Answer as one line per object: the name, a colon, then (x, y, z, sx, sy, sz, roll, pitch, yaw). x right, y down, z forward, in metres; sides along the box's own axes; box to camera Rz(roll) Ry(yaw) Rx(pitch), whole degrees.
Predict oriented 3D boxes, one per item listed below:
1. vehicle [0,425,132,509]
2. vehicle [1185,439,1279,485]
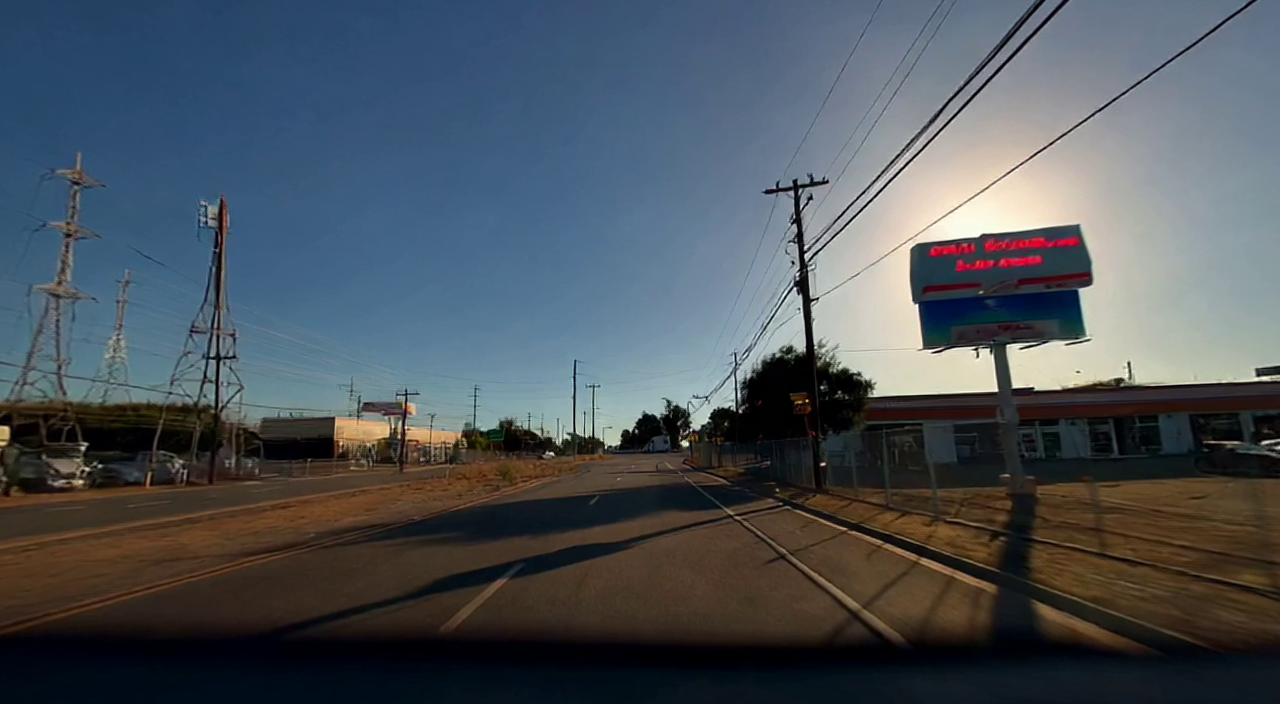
vehicle: (-30.779, 5.658, 31.106, 2.974, 3.806, 10.161, -1, -9, -1)
vehicle: (26.115, 4.635, 26.665, 1.915, 1.741, 5.301, -3, -10, 10)
